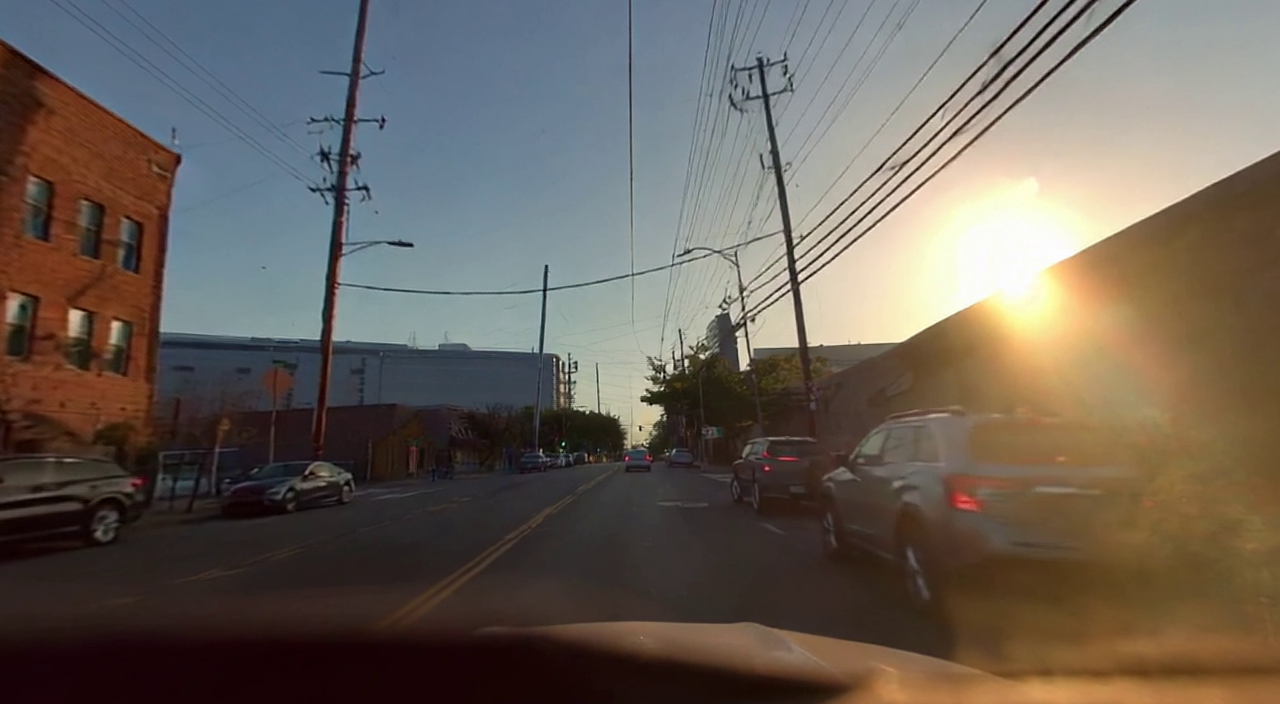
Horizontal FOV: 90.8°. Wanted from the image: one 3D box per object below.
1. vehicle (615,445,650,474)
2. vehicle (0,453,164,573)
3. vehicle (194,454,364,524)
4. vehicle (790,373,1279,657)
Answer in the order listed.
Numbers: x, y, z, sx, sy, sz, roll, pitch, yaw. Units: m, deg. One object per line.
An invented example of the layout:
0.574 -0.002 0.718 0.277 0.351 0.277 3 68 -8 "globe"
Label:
-0.487 7.064 41.824 2.190 1.783 4.048 -1 -8 -1 "vehicle"
-10.128 2.477 9.610 1.980 1.676 4.884 -5 -10 0 "vehicle"
-10.018 3.862 18.120 2.079 1.550 4.865 -4 -11 -1 "vehicle"
3.207 1.361 6.421 2.102 1.765 4.674 -1 -8 -1 "vehicle"
